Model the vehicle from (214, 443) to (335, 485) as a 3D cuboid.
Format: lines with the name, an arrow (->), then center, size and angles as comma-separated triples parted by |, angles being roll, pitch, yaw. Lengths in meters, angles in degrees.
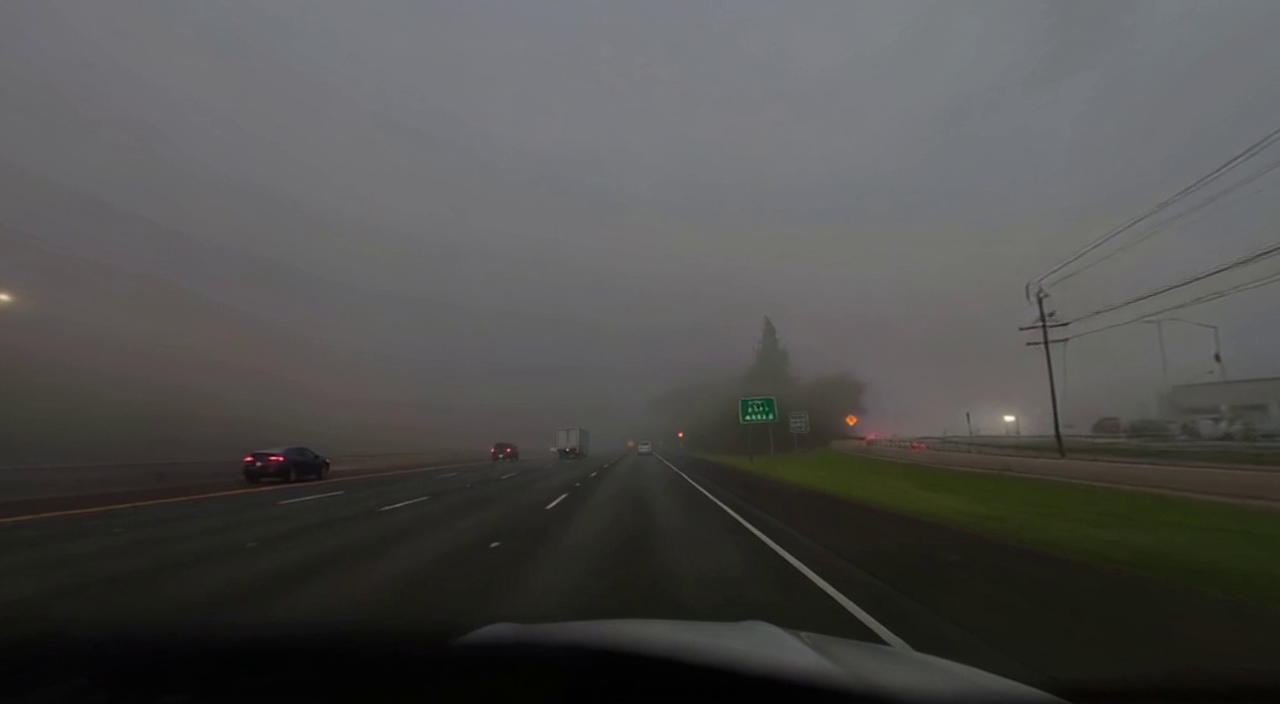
vehicle -> -14.005, 4.275, 24.530 | 1.988, 1.477, 4.442 | 0, -8, 0
